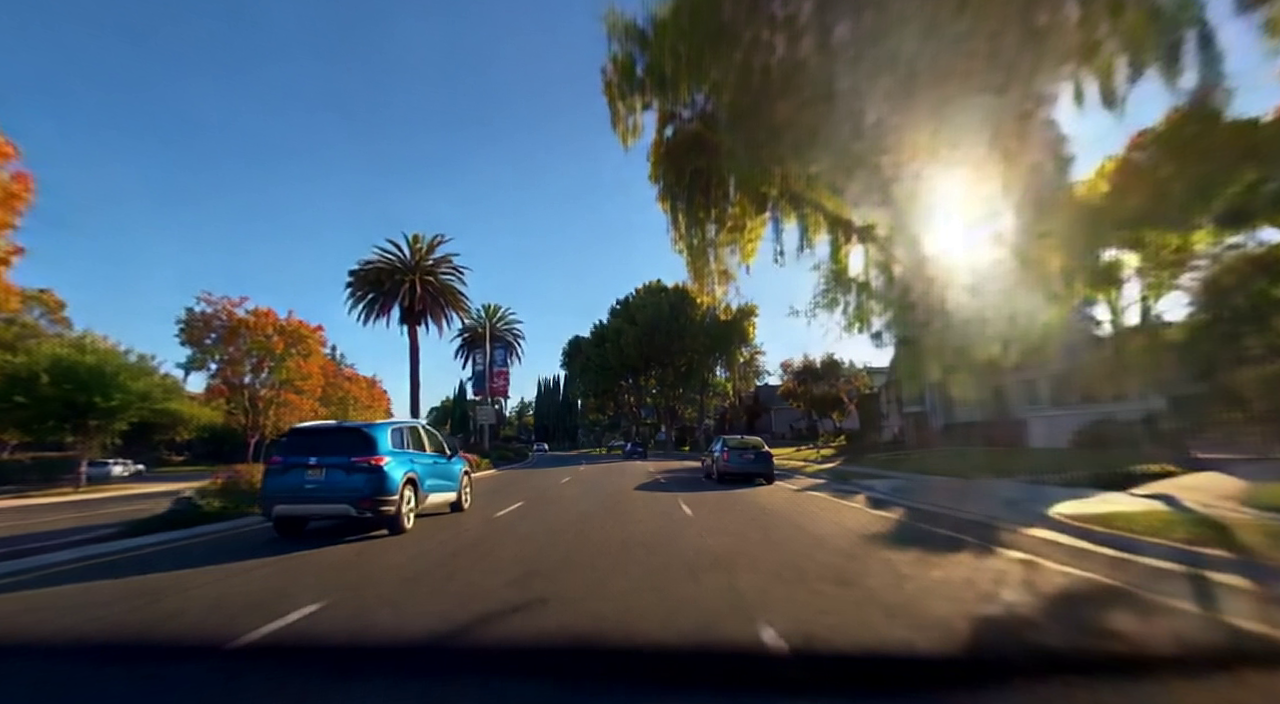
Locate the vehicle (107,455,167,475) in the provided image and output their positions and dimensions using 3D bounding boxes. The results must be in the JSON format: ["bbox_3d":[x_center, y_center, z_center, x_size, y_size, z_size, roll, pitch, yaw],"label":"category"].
[{"bbox_3d":[-39.624,8.890,49.522,3.285,1.351,1.575,-1,-9,-8],"label":"vehicle"}]

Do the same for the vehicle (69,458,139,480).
[{"bbox_3d":[-37.879,8.263,44.401,3.430,1.341,1.611,-1,-9,-2],"label":"vehicle"}]

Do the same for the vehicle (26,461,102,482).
[{"bbox_3d":[-38.184,7.924,41.652,3.336,1.332,1.631,0,-8,0],"label":"vehicle"}]

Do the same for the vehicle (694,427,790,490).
[{"bbox_3d":[3.194,3.468,20.737,2.195,1.804,4.658,0,-8,-3],"label":"vehicle"}]

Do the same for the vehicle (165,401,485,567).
[{"bbox_3d":[-3.991,1.776,9.233,2.150,1.768,4.868,0,-8,0],"label":"vehicle"}]
